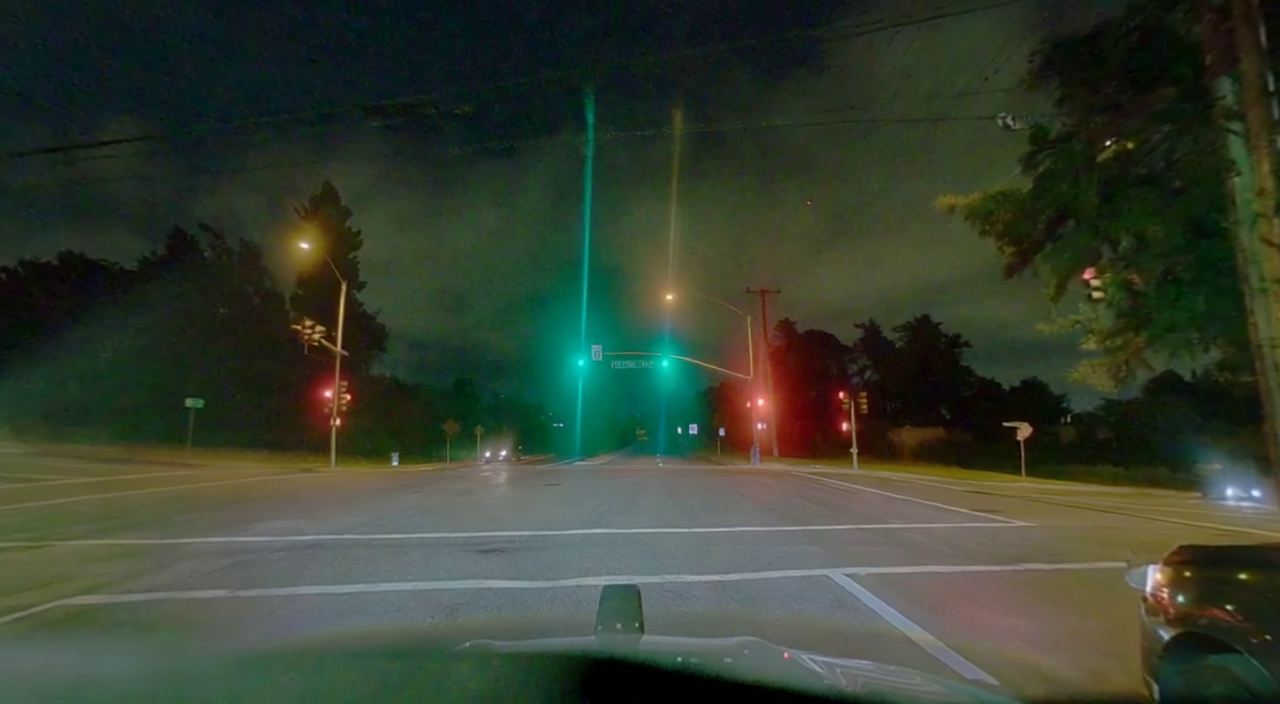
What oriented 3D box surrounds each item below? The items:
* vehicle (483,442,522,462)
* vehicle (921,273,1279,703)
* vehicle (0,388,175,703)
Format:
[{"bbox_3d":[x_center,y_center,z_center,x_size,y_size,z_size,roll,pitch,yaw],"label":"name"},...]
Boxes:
[{"bbox_3d":[-10.490,7.675,48.509,1.983,1.482,4.190,-1,-9,2],"label":"vehicle"},{"bbox_3d":[3.224,0.691,2.164,2.256,1.856,4.840,0,-9,0],"label":"vehicle"},{"bbox_3d":[-3.183,0.675,0.654,2.168,1.518,4.231,0,-9,0],"label":"vehicle"}]
